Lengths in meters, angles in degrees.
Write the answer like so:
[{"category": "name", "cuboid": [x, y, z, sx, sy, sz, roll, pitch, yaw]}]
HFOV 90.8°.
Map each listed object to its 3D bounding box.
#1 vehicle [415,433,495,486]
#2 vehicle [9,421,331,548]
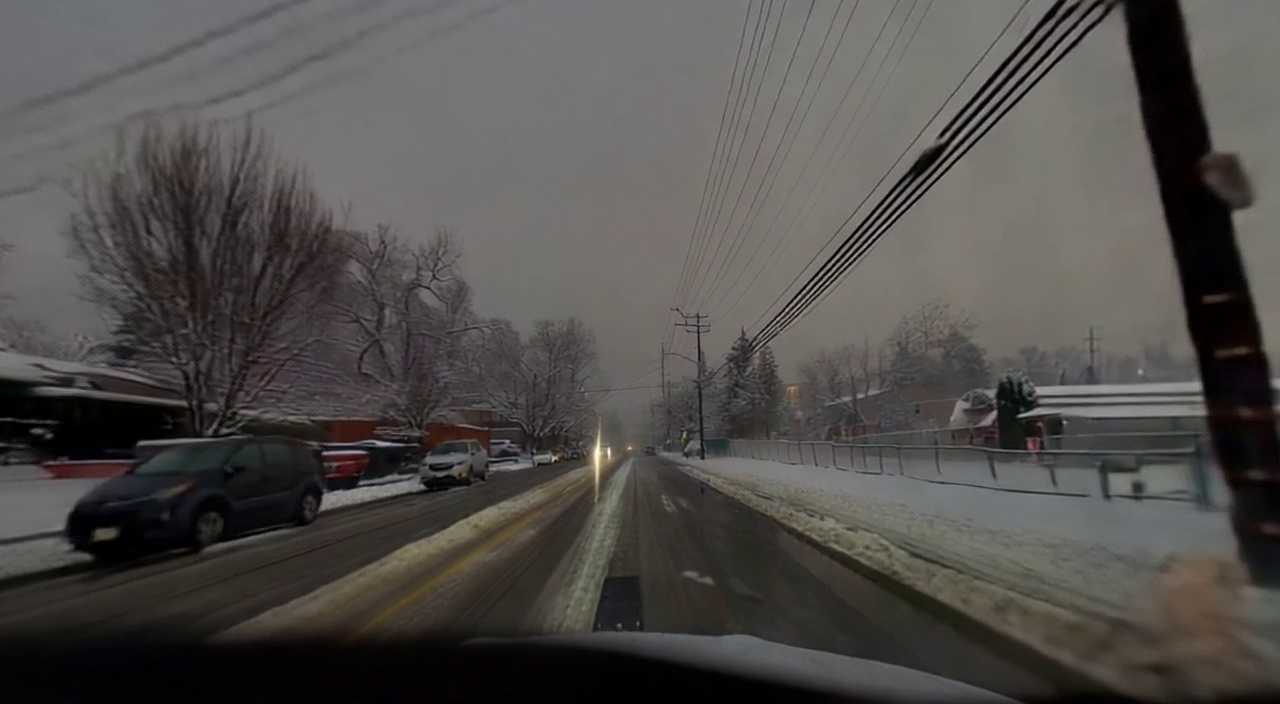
[{"category": "vehicle", "cuboid": [-6.837, 4.029, 23.780, 1.932, 1.743, 4.079, -1, -10, -2]}, {"category": "vehicle", "cuboid": [-7.684, 2.198, 11.154, 2.019, 1.723, 4.650, 0, -9, 1]}]
